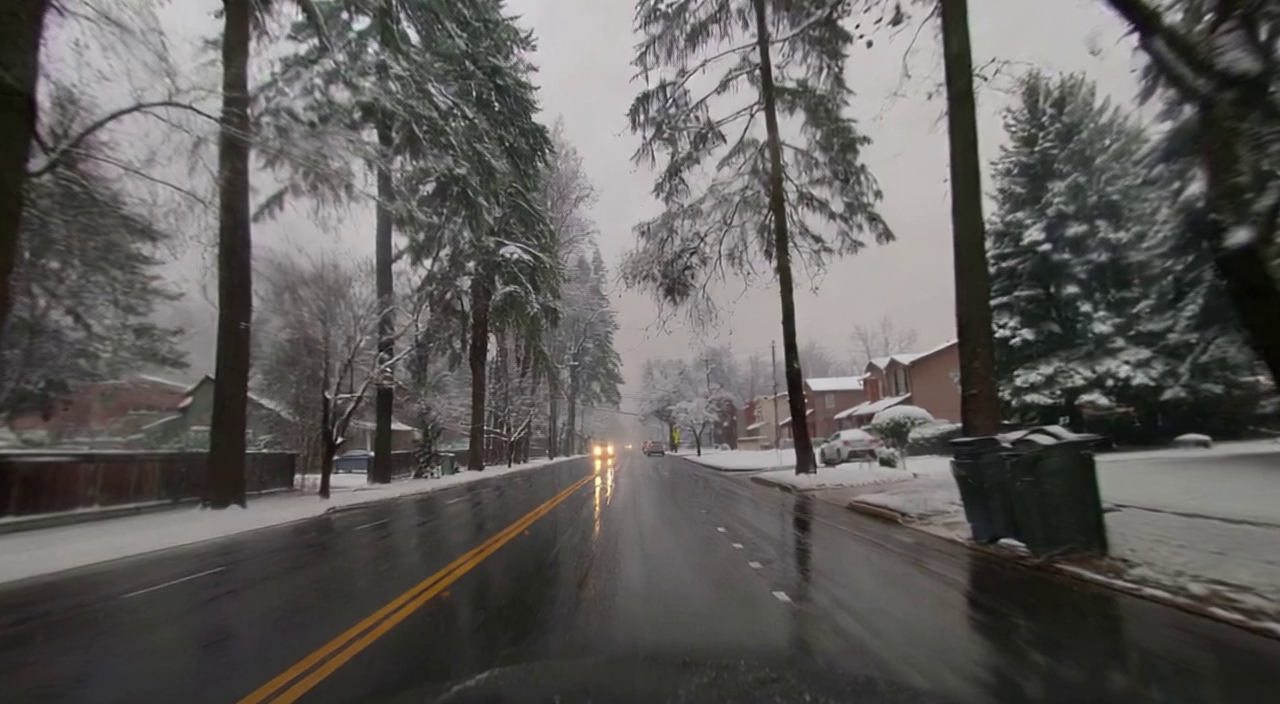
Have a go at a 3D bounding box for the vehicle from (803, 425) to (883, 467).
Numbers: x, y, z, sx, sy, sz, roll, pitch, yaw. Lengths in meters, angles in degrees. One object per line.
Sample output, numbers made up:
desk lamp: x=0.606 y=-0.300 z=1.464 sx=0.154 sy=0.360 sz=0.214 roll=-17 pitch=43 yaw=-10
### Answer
vehicle: x=10.676 y=5.024 z=33.754 sx=2.305 sy=2.042 sz=5.711 roll=0 pitch=-8 yaw=0

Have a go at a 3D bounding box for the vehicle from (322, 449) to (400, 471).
vehicle: x=-19.474 y=7.552 z=44.218 sx=4.459 sy=1.432 sz=1.979 roll=0 pitch=-9 yaw=-1
